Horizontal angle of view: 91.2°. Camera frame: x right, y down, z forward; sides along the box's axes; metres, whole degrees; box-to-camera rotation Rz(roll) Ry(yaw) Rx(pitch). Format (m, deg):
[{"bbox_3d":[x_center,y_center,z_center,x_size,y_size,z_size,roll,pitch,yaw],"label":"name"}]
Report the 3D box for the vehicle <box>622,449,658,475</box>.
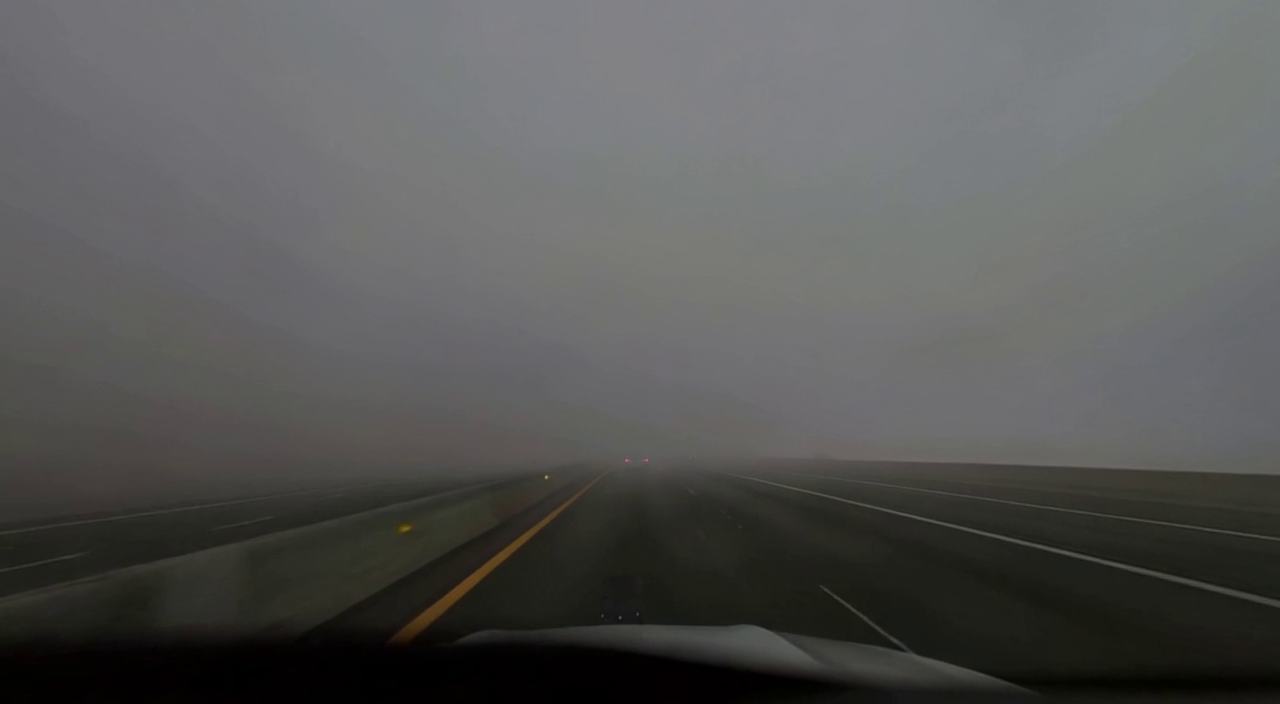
[{"bbox_3d":[-0.048,6.574,37.687,2.083,1.473,3.923,0,-9,-1],"label":"vehicle"}]
